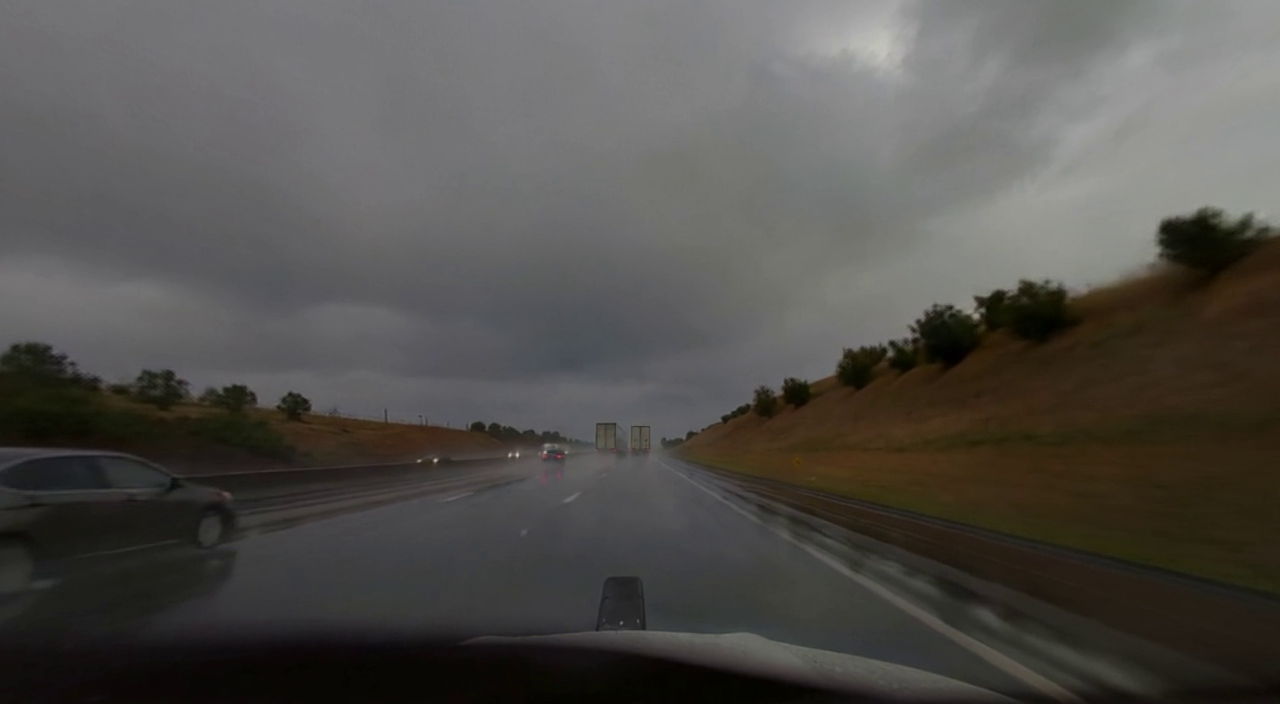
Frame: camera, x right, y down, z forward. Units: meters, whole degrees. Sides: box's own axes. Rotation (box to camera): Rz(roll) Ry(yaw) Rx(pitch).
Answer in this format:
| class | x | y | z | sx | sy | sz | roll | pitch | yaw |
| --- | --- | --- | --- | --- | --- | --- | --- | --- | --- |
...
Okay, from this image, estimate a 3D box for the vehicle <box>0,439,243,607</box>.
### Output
| class | x | y | z | sx | sy | sz | roll | pitch | yaw |
| --- | --- | --- | --- | --- | --- | --- | --- | --- | --- |
| vehicle | -6.709 | 1.653 | 6.440 | 2.036 | 1.474 | 5.011 | 0 | -9 | 0 |
